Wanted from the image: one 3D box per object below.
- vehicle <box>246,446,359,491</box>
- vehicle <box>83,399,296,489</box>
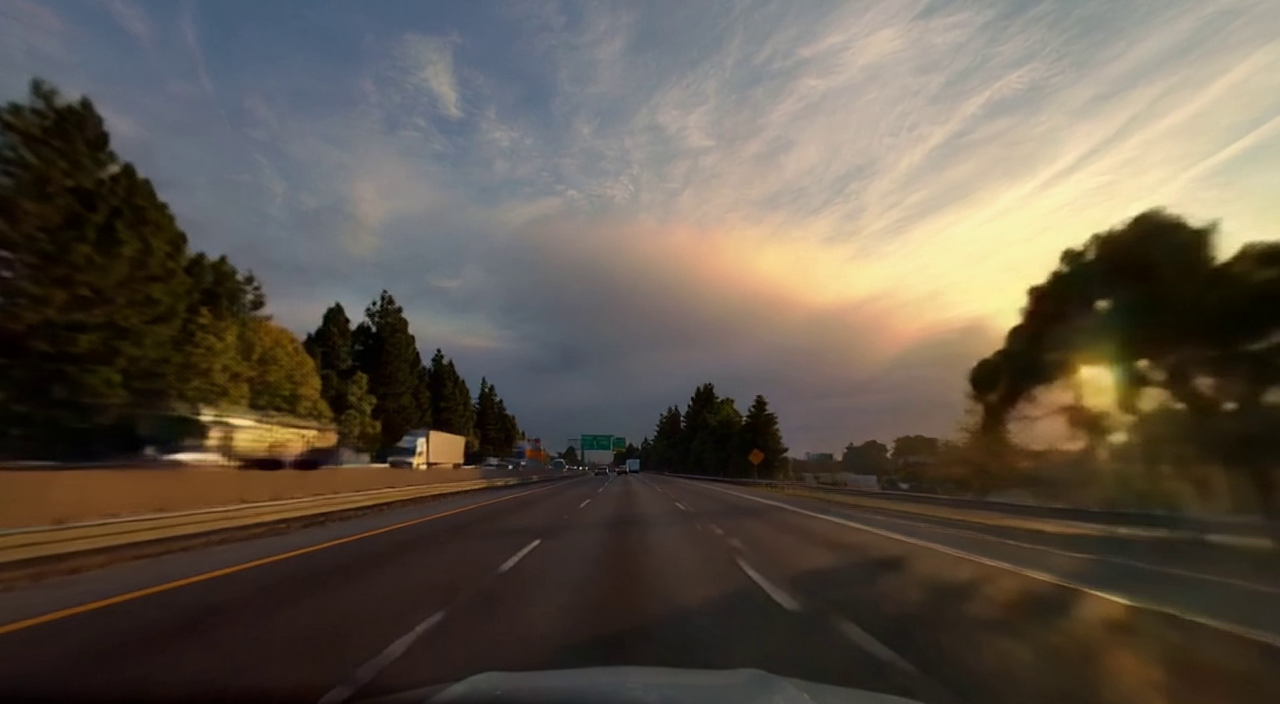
[{"bbox_3d":[-12.261,4.284,23.259,1.845,1.456,4.333,1,-10,-1],"label":"vehicle"},{"bbox_3d":[-16.557,3.634,24.057,2.610,2.836,7.407,1,-10,-1],"label":"vehicle"}]
